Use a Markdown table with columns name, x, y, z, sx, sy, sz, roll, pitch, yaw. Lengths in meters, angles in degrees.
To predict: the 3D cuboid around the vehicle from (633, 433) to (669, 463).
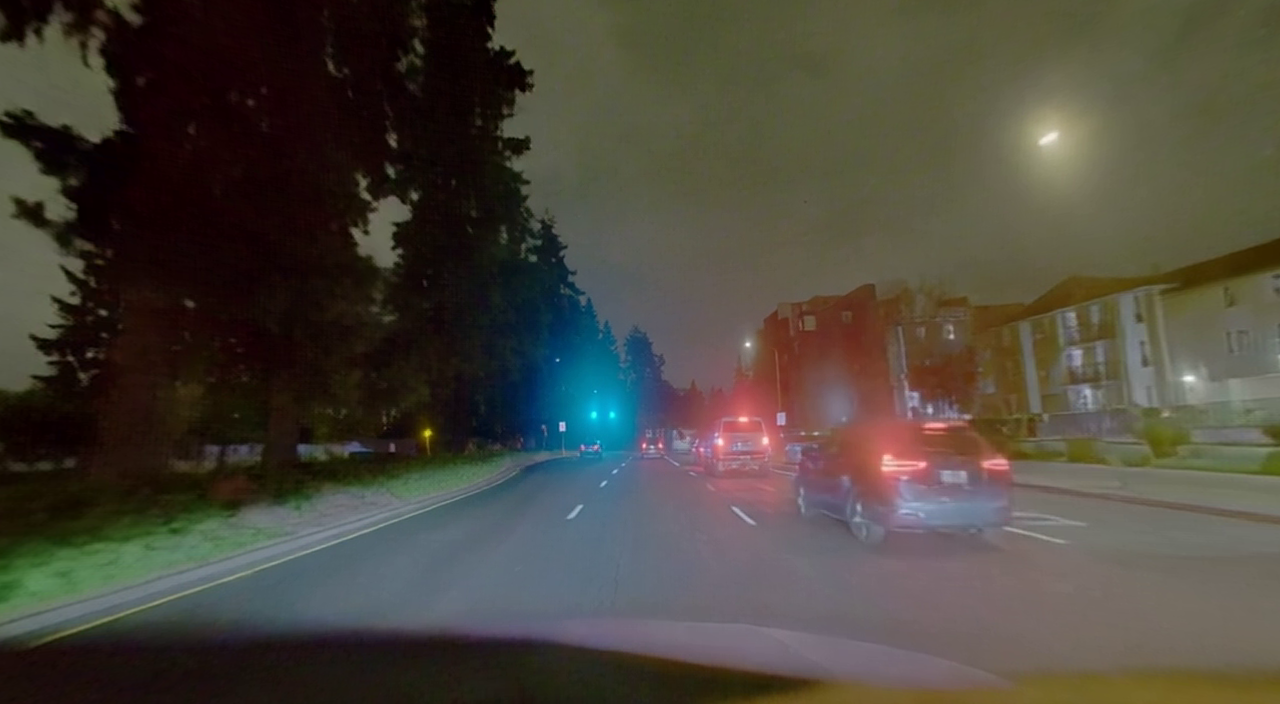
| name | x | y | z | sx | sy | sz | roll | pitch | yaw |
| --- | --- | --- | --- | --- | --- | --- | --- | --- | --- |
| vehicle | 0.636 | 5.866 | 38.577 | 2.052 | 1.693 | 4.554 | 0 | -8 | 1 |

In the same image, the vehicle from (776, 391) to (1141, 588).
| name | x | y | z | sx | sy | sz | roll | pitch | yaw |
| --- | --- | --- | --- | --- | --- | --- | --- | --- | --- |
| vehicle | 3.266 | 1.527 | 7.872 | 2.041 | 1.688 | 4.717 | 0 | -8 | 0 |

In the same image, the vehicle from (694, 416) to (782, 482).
| name | x | y | z | sx | sy | sz | roll | pitch | yaw |
| --- | --- | --- | --- | --- | --- | --- | --- | --- | --- |
| vehicle | 3.345 | 3.517 | 23.081 | 2.268 | 2.090 | 6.113 | 0 | -8 | 0 |
